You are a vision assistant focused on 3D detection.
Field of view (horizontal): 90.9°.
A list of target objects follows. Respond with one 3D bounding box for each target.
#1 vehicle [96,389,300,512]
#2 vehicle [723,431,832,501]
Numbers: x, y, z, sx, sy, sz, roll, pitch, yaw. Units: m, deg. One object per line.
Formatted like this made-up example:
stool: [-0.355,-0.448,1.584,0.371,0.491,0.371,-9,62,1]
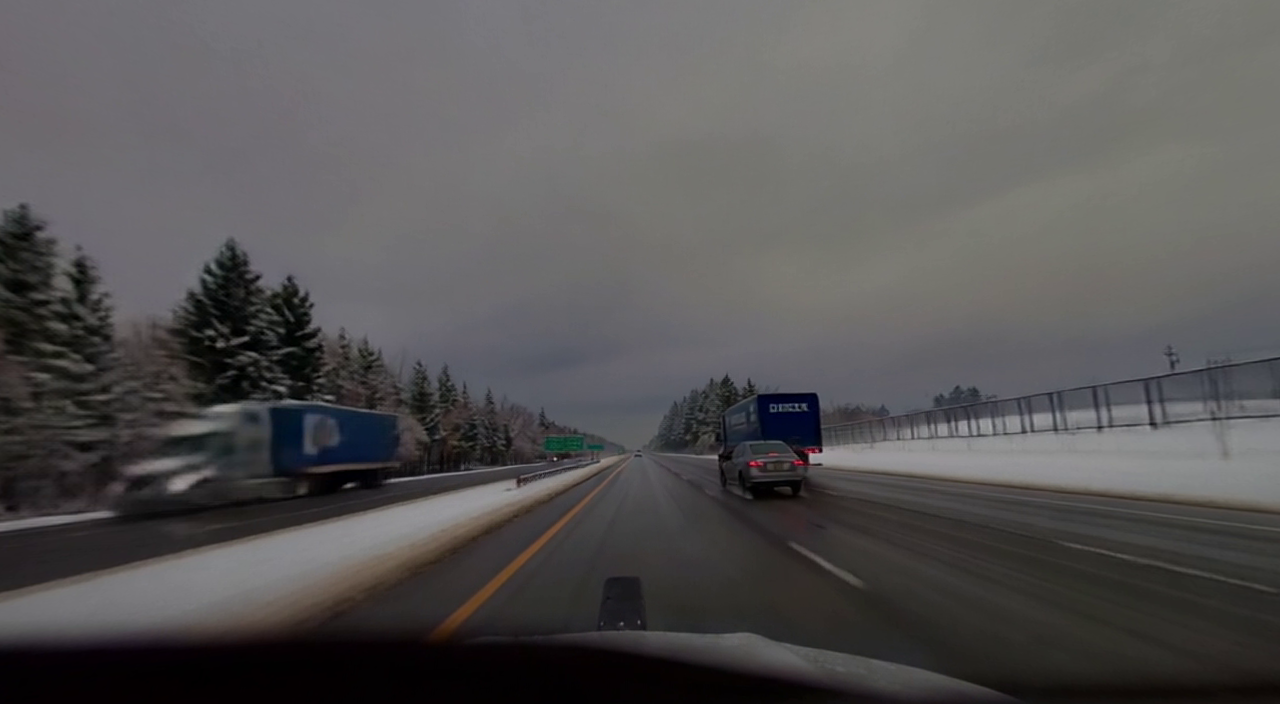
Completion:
vehicle: [-15.362,3.508,22.613,2.895,3.760,5.847,0,-9,0]
vehicle: [3.805,3.249,18.283,2.093,1.742,4.167,0,-9,-1]
